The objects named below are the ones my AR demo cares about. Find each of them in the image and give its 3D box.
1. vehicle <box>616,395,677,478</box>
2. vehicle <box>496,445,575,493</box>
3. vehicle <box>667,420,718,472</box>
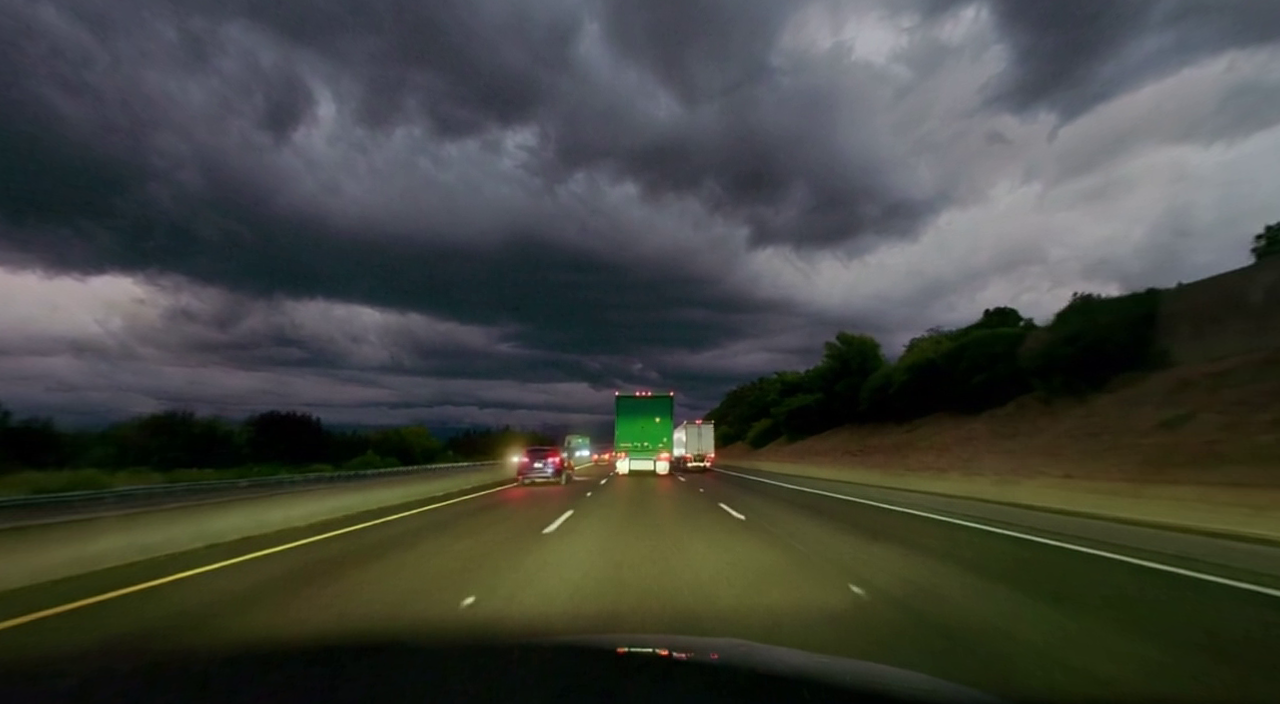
[{"bbox_3d":[0.283,4.985,36.339,2.932,4.042,11.054,0,-9,0],"label":"vehicle"},{"bbox_3d":[-3.551,4.042,22.157,2.050,1.517,3.996,0,-9,0],"label":"vehicle"},{"bbox_3d":[3.890,7.452,49.928,2.854,3.537,12.540,0,-9,0],"label":"vehicle"}]
